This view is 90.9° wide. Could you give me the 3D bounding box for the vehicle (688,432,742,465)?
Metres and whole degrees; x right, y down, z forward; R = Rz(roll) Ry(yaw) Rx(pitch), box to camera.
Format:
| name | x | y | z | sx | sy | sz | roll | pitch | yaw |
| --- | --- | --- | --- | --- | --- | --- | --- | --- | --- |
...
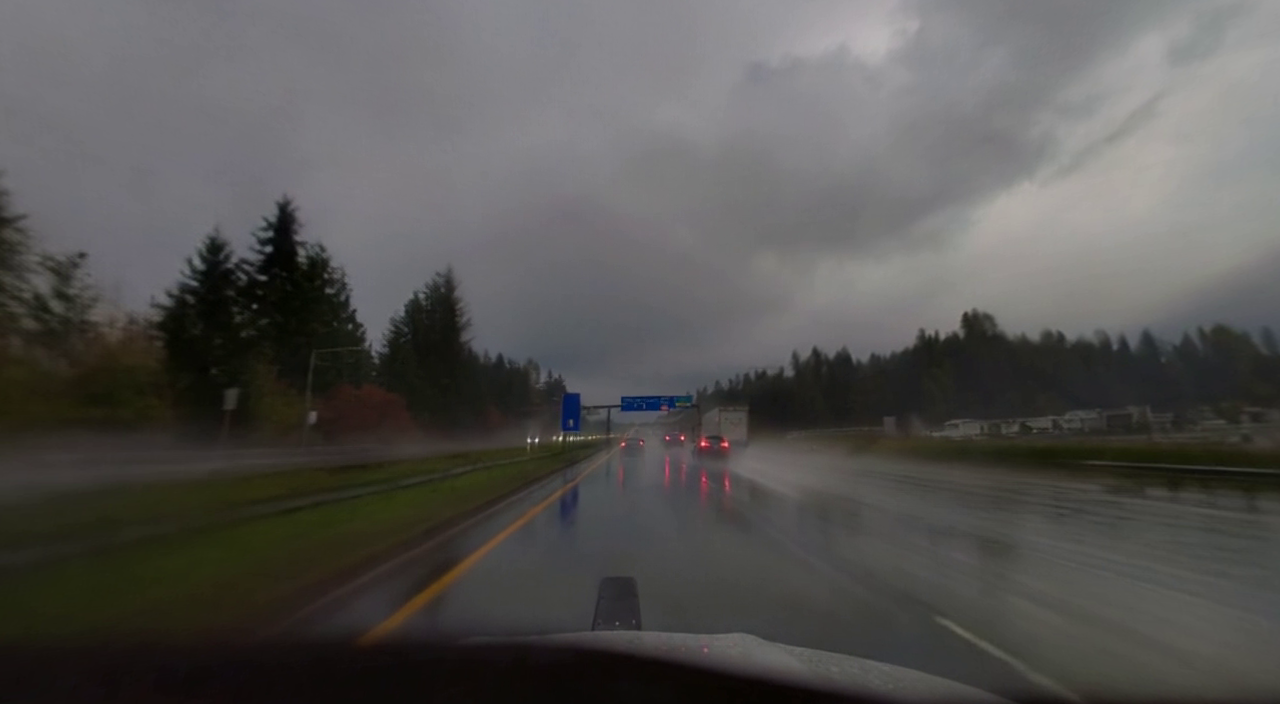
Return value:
| name | x | y | z | sx | sy | sz | roll | pitch | yaw |
| --- | --- | --- | --- | --- | --- | --- | --- | --- | --- |
| vehicle | 3.734 | 4.869 | 32.032 | 1.986 | 1.501 | 4.529 | 0 | -8 | -2 |
